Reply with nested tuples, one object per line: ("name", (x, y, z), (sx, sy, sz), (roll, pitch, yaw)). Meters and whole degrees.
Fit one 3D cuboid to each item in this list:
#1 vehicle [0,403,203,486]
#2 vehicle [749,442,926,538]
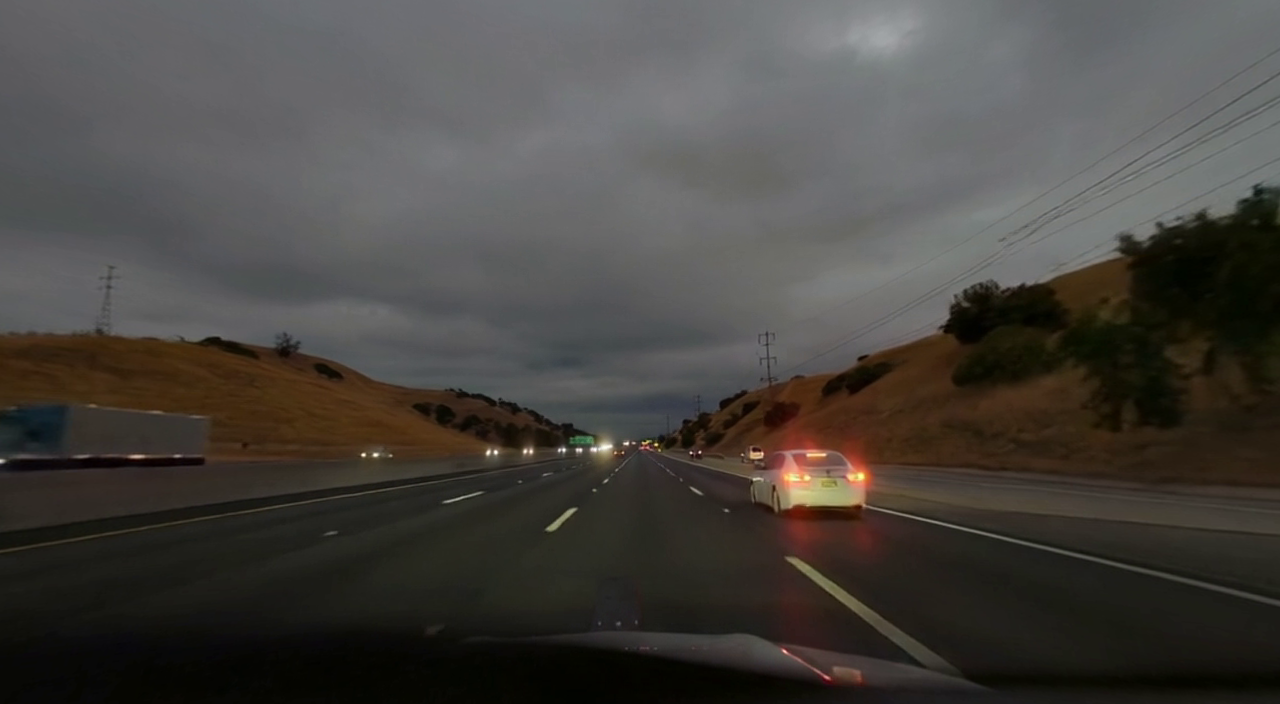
("vehicle", (-25.448, 4.339, 29.613), (2.932, 3.269, 9.533), (0, -8, 0))
("vehicle", (3.618, 2.586, 12.532), (2.086, 1.542, 4.355), (0, -8, 0))
